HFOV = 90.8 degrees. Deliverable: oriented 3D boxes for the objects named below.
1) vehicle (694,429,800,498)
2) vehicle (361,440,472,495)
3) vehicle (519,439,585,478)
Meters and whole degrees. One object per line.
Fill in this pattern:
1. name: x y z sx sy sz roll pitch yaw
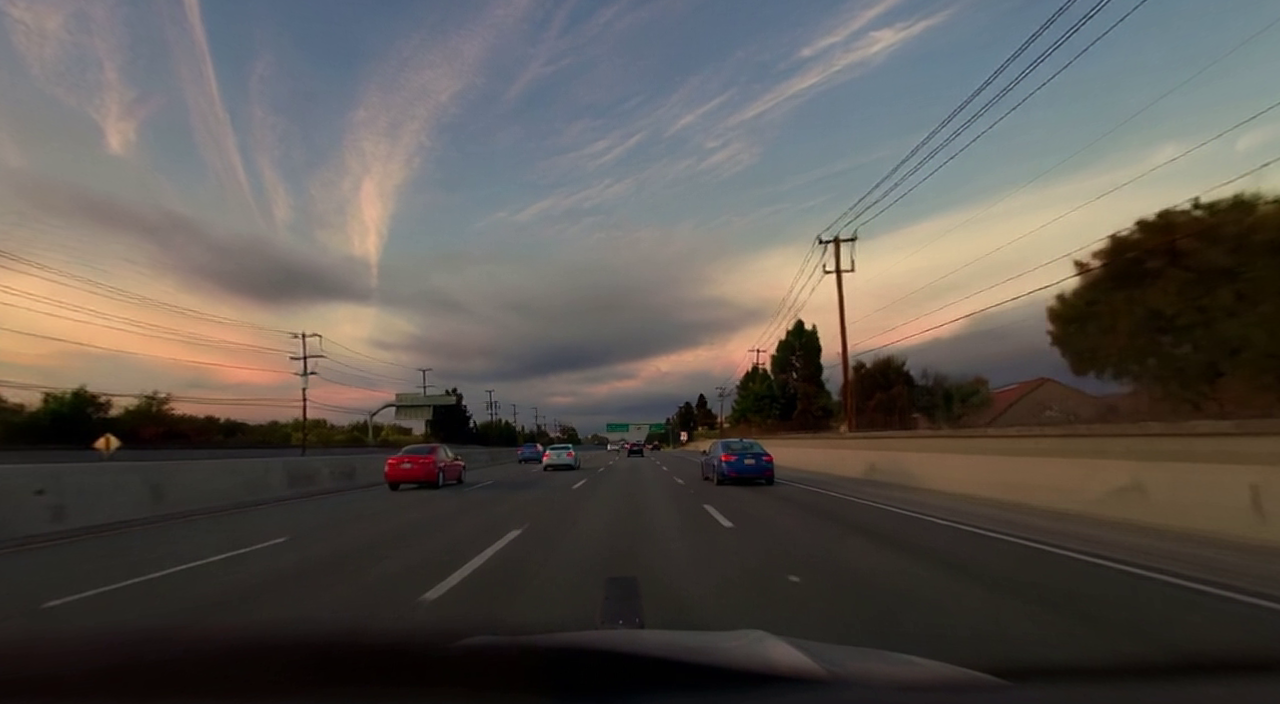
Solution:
1. vehicle: 2.829 3.073 17.773 2.100 1.659 4.387 0 -8 -2
2. vehicle: -6.679 3.475 19.411 1.903 1.482 4.180 0 -8 -1
3. vehicle: -3.551 4.401 26.355 2.066 1.488 4.377 0 -8 1
